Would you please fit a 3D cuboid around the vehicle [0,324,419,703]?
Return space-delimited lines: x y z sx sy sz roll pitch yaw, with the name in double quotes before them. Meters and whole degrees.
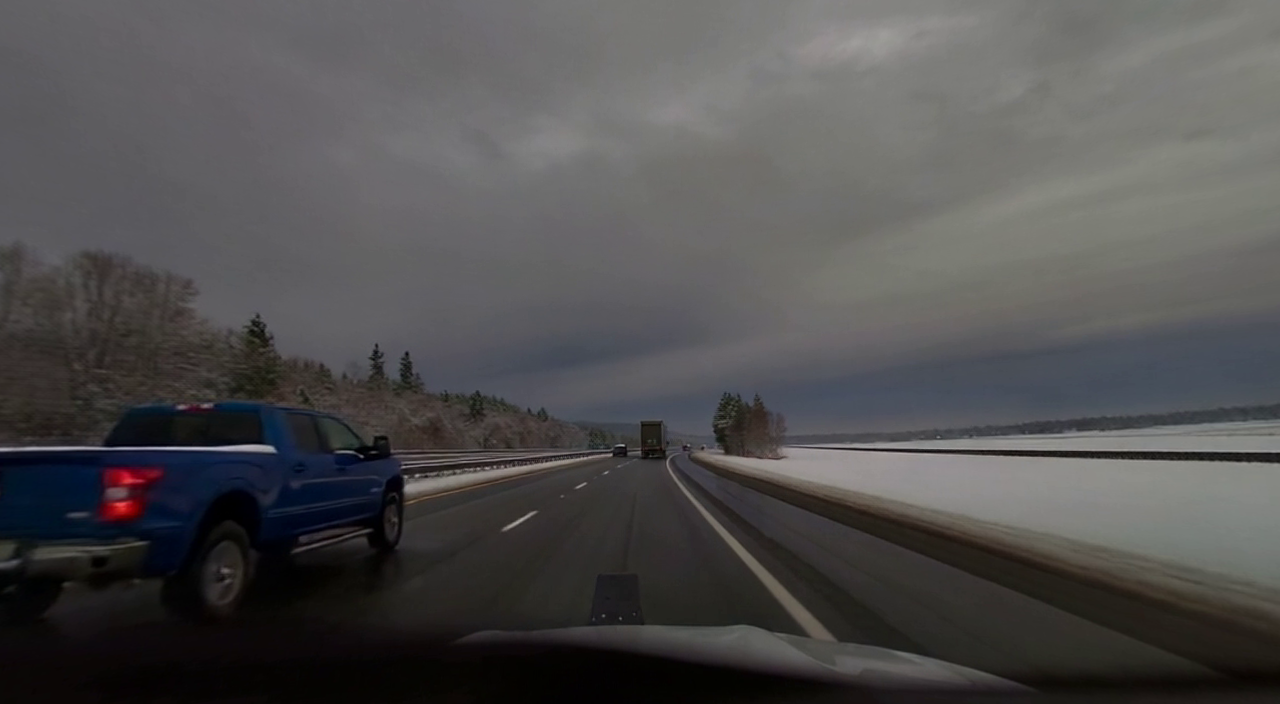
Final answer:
"vehicle" -4.026 1.132 5.512 2.295 1.815 4.983 0 -9 1
